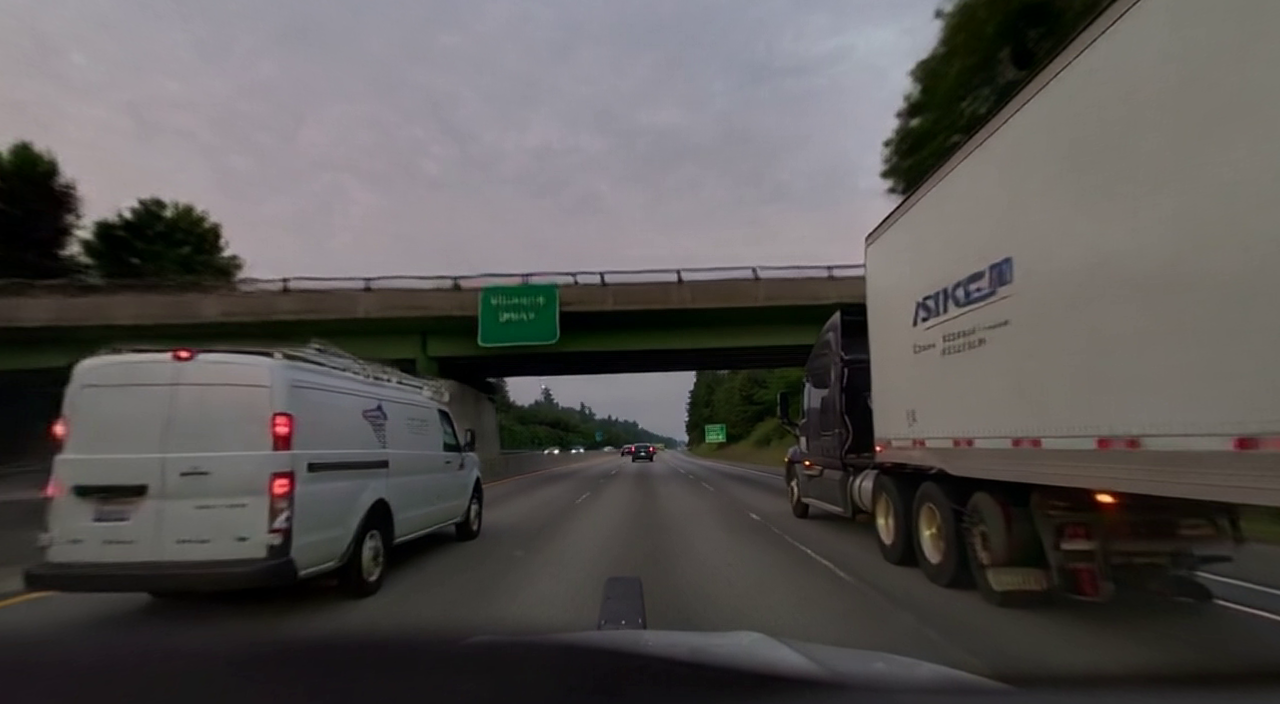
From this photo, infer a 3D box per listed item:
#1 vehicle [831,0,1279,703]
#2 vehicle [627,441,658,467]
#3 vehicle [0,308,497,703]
[{"bbox_3d":[4.277,-0.418,1.973,3.011,4.028,13.890,0,-9,0],"label":"vehicle"},{"bbox_3d":[0.169,7.087,43.948,2.067,1.690,3.901,0,-9,0],"label":"vehicle"},{"bbox_3d":[-3.289,1.179,5.861,2.572,1.927,5.803,0,-9,0],"label":"vehicle"}]
